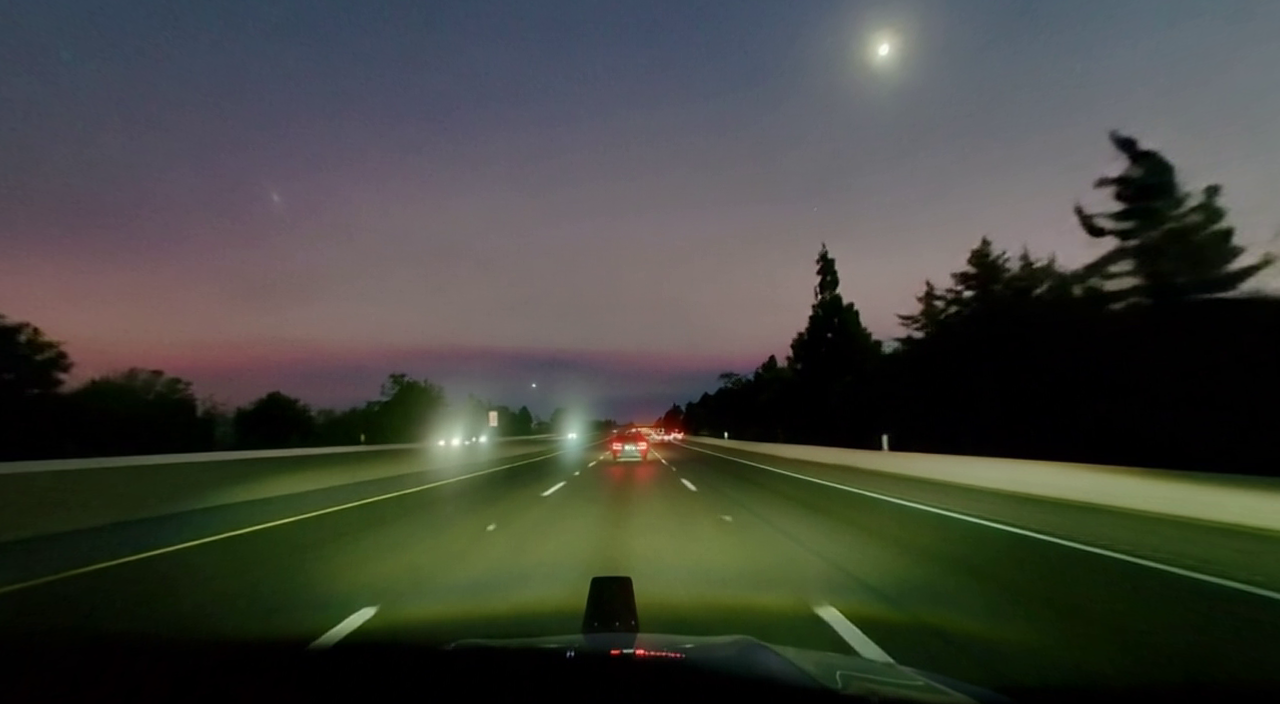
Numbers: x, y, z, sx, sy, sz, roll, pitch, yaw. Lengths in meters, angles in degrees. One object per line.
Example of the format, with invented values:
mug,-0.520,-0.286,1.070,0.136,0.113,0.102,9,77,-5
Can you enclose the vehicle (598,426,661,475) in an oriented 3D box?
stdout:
vehicle,-0.370,3.504,22.686,2.094,1.600,3.666,0,-8,-1
